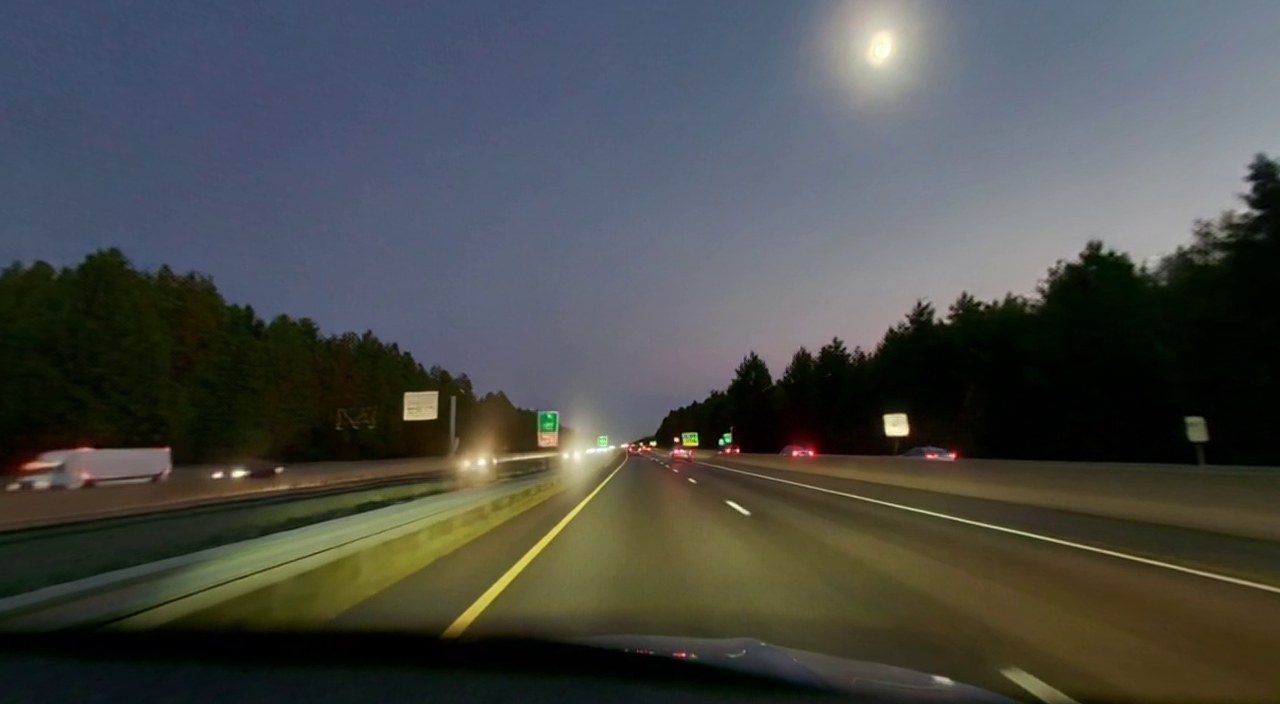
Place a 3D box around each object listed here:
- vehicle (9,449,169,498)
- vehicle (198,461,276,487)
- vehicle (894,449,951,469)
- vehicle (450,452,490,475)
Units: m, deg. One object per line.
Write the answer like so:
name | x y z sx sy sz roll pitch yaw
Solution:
vehicle | -29.134 6.394 33.754 2.666 2.344 6.287 0 -9 2
vehicle | -25.434 7.677 39.948 1.887 1.475 4.485 0 -9 1
vehicle | 20.008 7.573 44.794 1.926 1.386 3.719 1 -9 -7
vehicle | -12.678 8.354 47.304 1.854 1.581 3.953 0 -9 1
